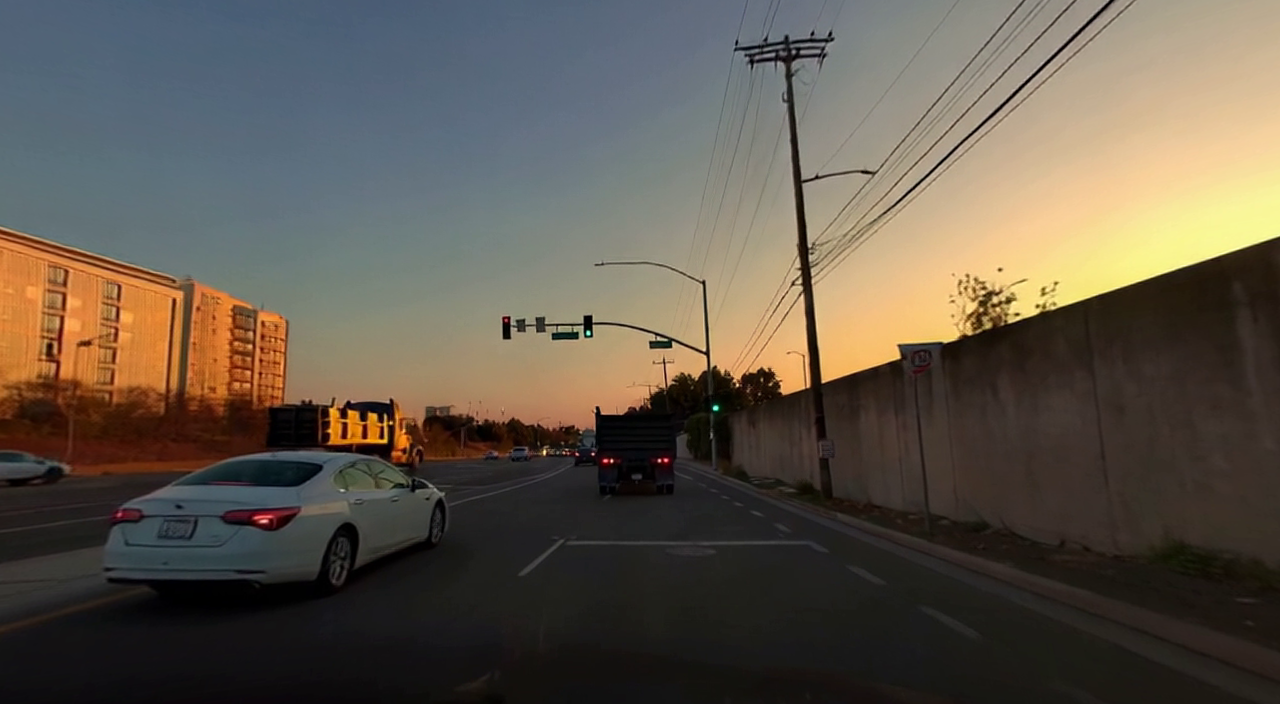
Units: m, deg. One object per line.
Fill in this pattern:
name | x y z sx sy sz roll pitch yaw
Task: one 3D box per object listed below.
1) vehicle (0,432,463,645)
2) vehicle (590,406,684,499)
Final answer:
vehicle | -3.753 1.695 7.009 2.019 1.480 4.966 0 -8 1
vehicle | -0.101 2.912 18.553 2.355 2.305 5.336 0 -8 -1
